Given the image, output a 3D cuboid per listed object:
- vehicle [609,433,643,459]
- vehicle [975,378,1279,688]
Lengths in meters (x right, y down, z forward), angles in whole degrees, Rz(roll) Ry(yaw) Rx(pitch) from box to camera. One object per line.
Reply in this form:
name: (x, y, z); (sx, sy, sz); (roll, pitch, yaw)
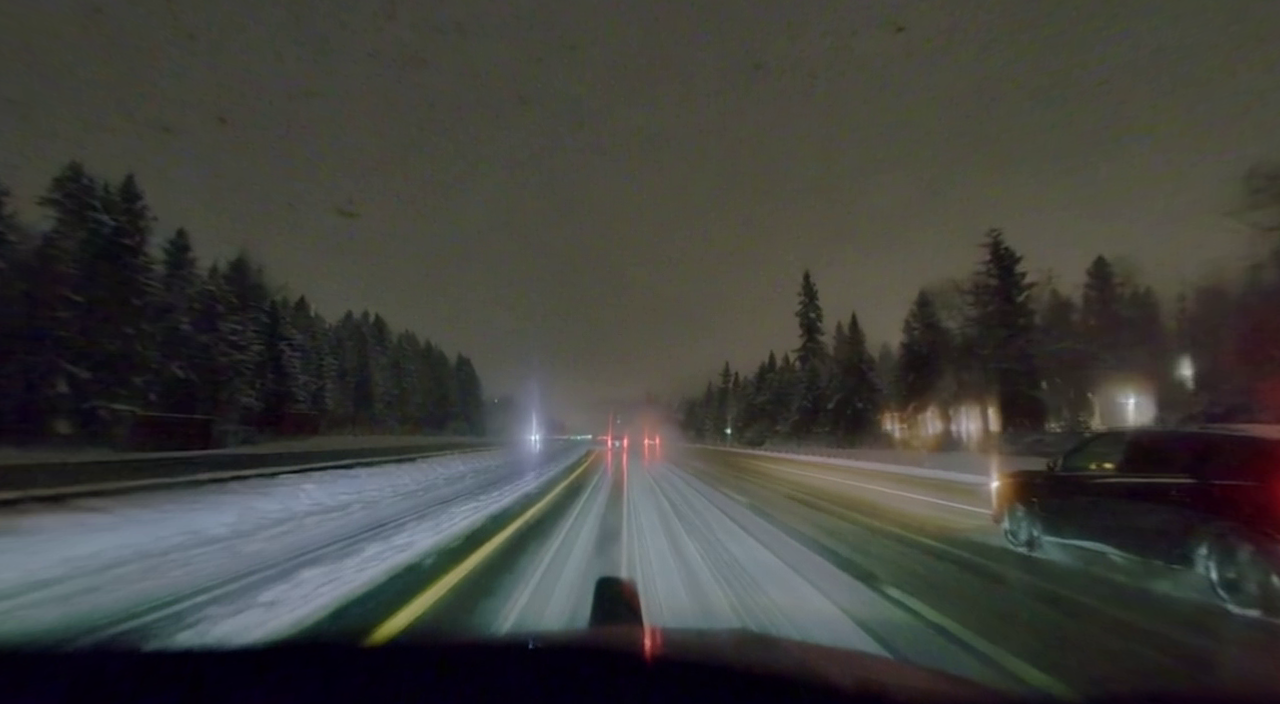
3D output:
vehicle: (-0.906, 5.791, 39.002); (1.998, 1.512, 3.735); (1, -8, -2)
vehicle: (4.060, 1.006, 3.911); (1.852, 1.513, 3.652); (0, -8, -1)
